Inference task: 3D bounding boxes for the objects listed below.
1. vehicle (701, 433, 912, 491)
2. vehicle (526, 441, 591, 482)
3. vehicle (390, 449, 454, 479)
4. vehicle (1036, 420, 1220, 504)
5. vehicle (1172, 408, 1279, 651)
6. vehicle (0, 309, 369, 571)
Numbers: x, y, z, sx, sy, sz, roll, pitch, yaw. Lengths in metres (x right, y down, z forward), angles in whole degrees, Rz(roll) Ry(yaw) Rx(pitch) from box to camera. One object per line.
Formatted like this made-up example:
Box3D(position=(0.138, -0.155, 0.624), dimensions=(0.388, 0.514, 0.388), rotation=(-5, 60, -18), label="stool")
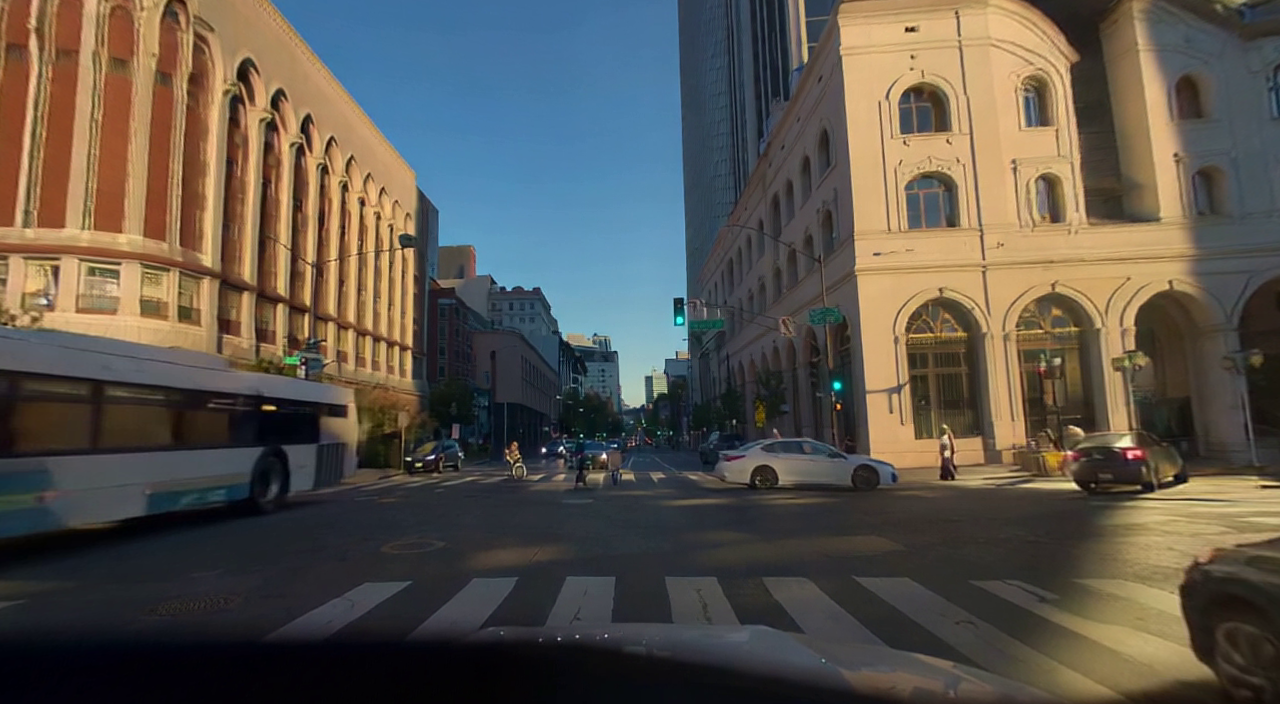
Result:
Box3D(position=(4.605, 3.051, 17.759), dimensions=(5.388, 1.465, 2.050), rotation=(-3, -9, 18), label="vehicle")
Box3D(position=(-3.068, 4.235, 24.740), dimensions=(1.904, 1.402, 4.759), rotation=(0, -8, 0), label="vehicle")
Box3D(position=(-11.916, 6.113, 34.809), dimensions=(1.998, 1.505, 4.405), rotation=(0, -8, -1), label="vehicle")
Box3D(position=(10.489, 2.283, 13.464), dimensions=(4.271, 1.495, 2.006), rotation=(6, -11, -38), label="vehicle")
Box3D(position=(4.927, 0.854, 2.211), dimensions=(1.912, 1.505, 4.889), rotation=(0, -8, 1), label="vehicle")
Box3D(position=(-8.788, 1.736, 12.531), dimensions=(2.763, 3.411, 8.508), rotation=(0, -8, 1), label="vehicle")
